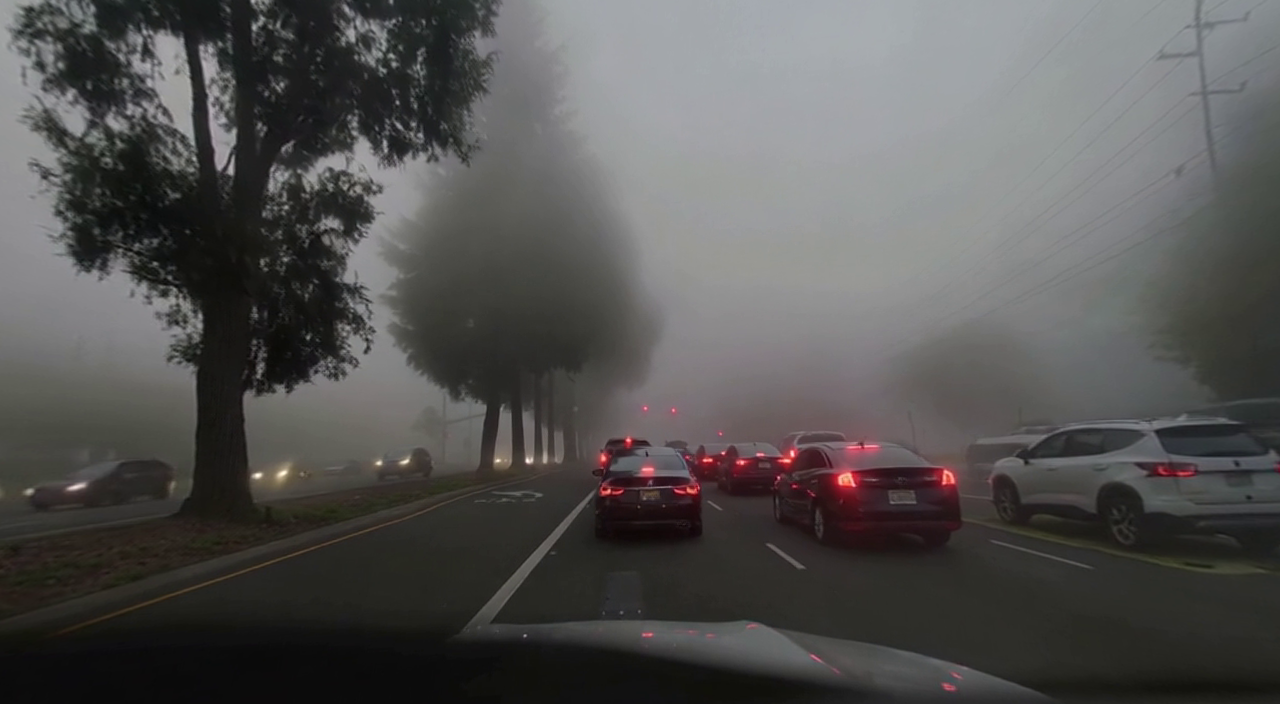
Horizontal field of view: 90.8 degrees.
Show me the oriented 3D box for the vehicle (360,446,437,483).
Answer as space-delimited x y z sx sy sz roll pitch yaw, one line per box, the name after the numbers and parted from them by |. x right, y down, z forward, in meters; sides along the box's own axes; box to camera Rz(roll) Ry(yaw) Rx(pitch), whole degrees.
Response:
-11.739 5.480 31.112 1.980 1.675 4.581 0 -9 0 | vehicle

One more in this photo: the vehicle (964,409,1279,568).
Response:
6.904 1.827 9.169 1.987 1.730 4.373 0 -9 -1 | vehicle

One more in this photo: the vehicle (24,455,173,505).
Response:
-22.257 5.235 26.292 2.034 1.798 4.734 0 -9 -1 | vehicle

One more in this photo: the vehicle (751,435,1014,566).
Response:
3.178 2.051 9.650 1.970 1.445 4.974 0 -9 -1 | vehicle

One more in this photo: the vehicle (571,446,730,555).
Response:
0.084 2.175 10.010 1.990 1.347 4.067 0 -9 -1 | vehicle

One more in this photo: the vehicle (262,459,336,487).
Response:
-18.512 6.563 34.481 1.798 1.333 3.944 0 -9 0 | vehicle
